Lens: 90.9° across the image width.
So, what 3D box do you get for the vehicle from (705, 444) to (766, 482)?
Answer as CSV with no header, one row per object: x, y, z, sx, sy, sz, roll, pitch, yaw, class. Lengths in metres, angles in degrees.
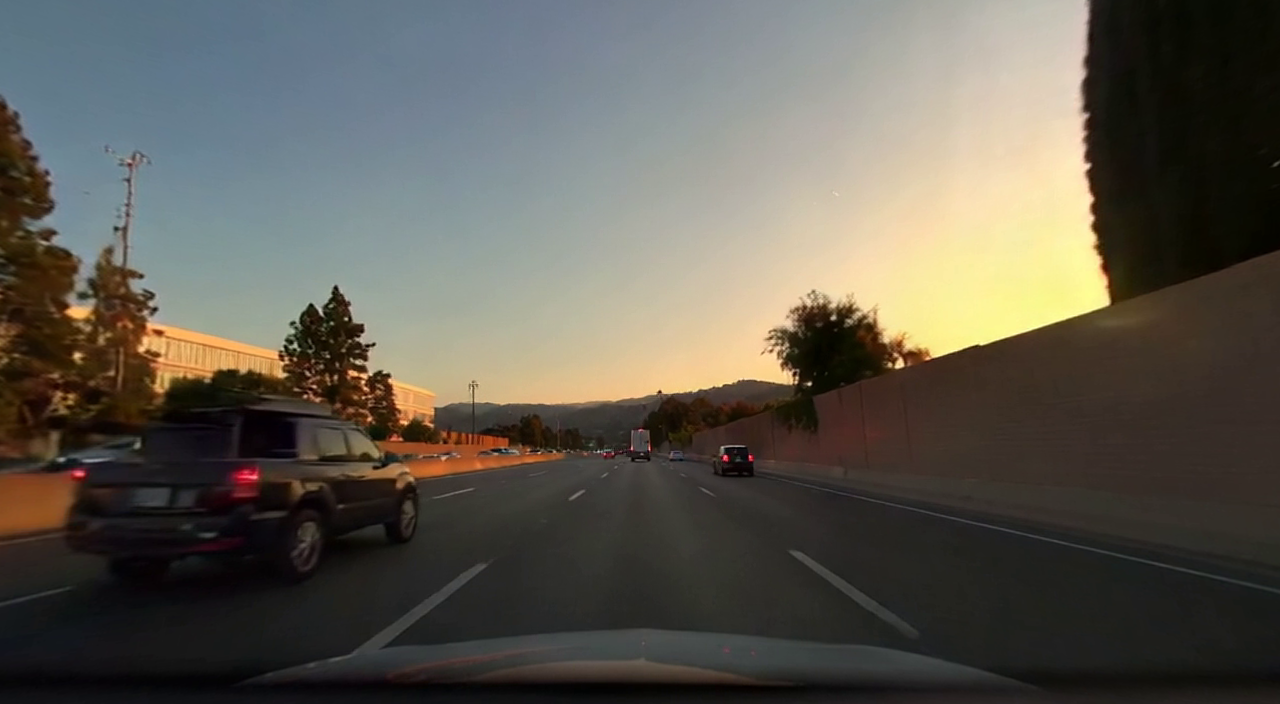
4.178,4.936,28.312,1.973,1.536,4.337,0,-9,-1,vehicle

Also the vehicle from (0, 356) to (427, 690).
-3.730,1.262,5.688,2.014,1.811,4.369,0,-9,1,vehicle
